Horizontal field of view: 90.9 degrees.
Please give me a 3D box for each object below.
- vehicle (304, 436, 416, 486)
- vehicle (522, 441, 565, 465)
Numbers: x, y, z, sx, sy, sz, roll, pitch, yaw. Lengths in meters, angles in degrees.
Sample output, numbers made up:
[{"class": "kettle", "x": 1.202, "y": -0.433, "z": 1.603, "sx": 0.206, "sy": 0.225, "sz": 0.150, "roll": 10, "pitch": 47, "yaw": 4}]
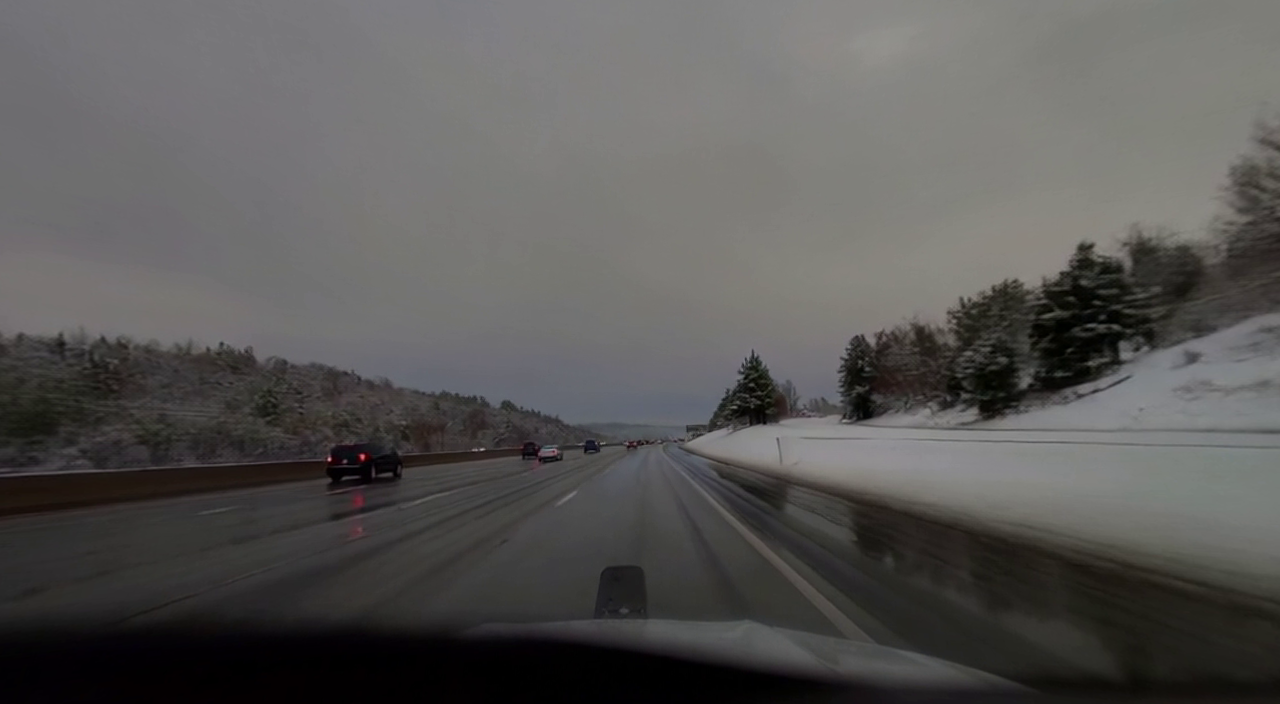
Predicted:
[{"class": "vehicle", "x": -10.487, "y": 4.094, "z": 24.044, "sx": 2.122, "sy": 1.695, "sz": 4.437, "roll": 0, "pitch": -9, "yaw": 2}, {"class": "vehicle", "x": -6.449, "y": 6.837, "z": 42.809, "sx": 2.107, "sy": 1.484, "sz": 4.449, "roll": 0, "pitch": -9, "yaw": 2}]
